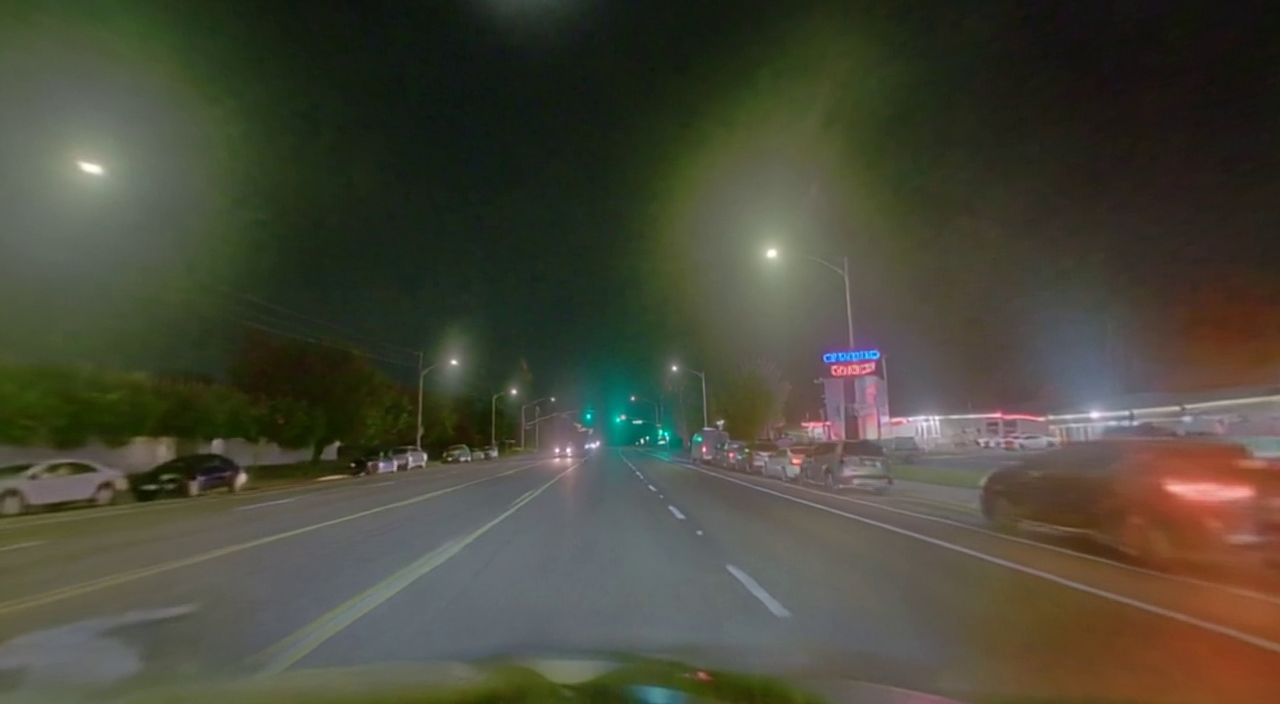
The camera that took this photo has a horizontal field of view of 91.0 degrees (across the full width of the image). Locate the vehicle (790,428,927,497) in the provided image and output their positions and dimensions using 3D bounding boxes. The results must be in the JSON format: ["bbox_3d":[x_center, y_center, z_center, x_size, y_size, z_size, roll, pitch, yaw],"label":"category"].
[{"bbox_3d":[6.677,3.459,20.150,2.092,1.887,5.632,0,-9,-3],"label":"vehicle"}]

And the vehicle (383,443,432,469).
[{"bbox_3d":[-16.568,7.395,45.024,1.928,1.718,4.279,0,-8,-1],"label":"vehicle"}]

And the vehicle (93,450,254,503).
[{"bbox_3d":[-15.534,4.128,21.389,1.897,1.517,4.802,0,-9,-2],"label":"vehicle"}]

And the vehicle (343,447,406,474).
[{"bbox_3d":[-16.313,6.662,38.893,2.036,1.478,4.615,0,-8,-2],"label":"vehicle"}]

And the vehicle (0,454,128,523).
[{"bbox_3d":[-15.442,3.306,15.547,1.880,1.488,4.483,0,-8,-2],"label":"vehicle"}]

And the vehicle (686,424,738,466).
[{"bbox_3d":[5.374,7.072,48.133,2.739,2.866,6.142,-1,-7,-5],"label":"vehicle"}]

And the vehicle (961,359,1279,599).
[{"bbox_3d":[7.189,1.618,8.514,2.327,2.296,5.692,1,-9,-4],"label":"vehicle"}]
